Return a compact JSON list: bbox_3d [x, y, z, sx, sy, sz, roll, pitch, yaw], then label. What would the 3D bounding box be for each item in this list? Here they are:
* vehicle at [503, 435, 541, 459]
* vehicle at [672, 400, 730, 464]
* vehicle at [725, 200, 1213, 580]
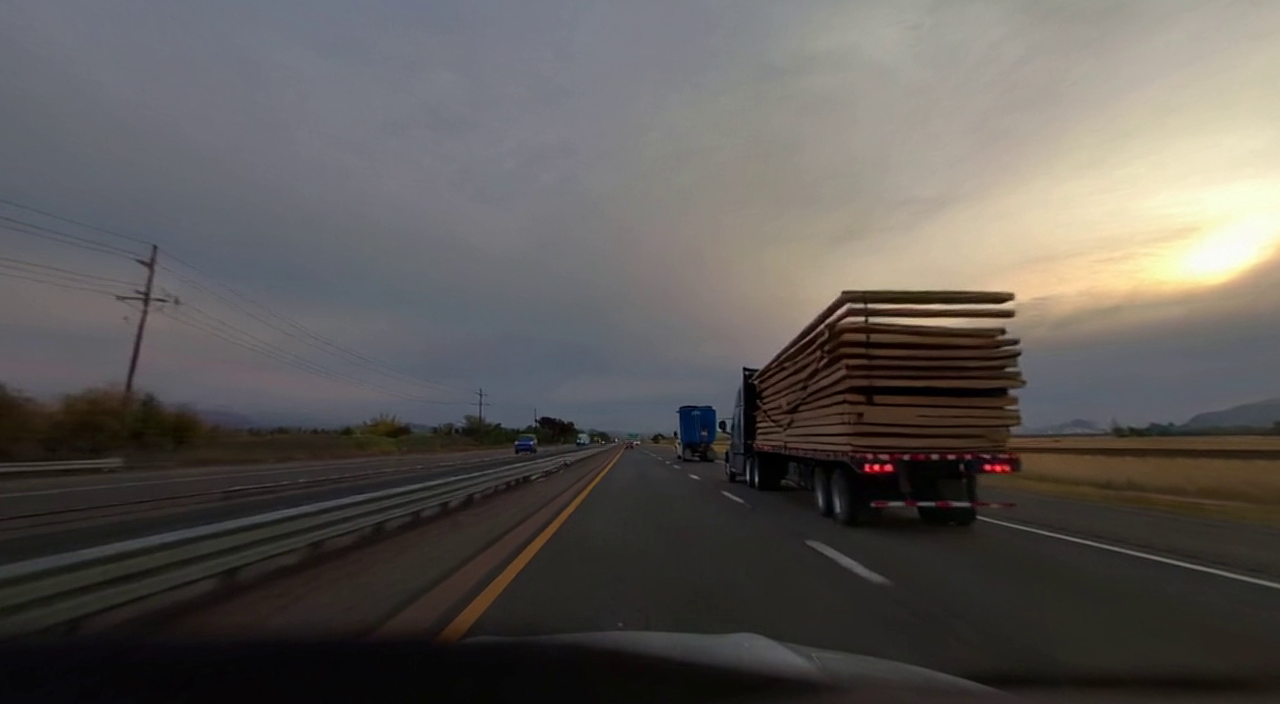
[{"bbox_3d":[-8.813,7.150,47.223,1.952,1.647,4.249,0,-8,1],"label":"vehicle"},{"bbox_3d":[4.274,6.232,48.338,3.023,4.054,16.882,0,-8,1],"label":"vehicle"},{"bbox_3d":[4.390,1.229,13.620,3.024,4.065,13.796,-1,-7,0],"label":"vehicle"}]
